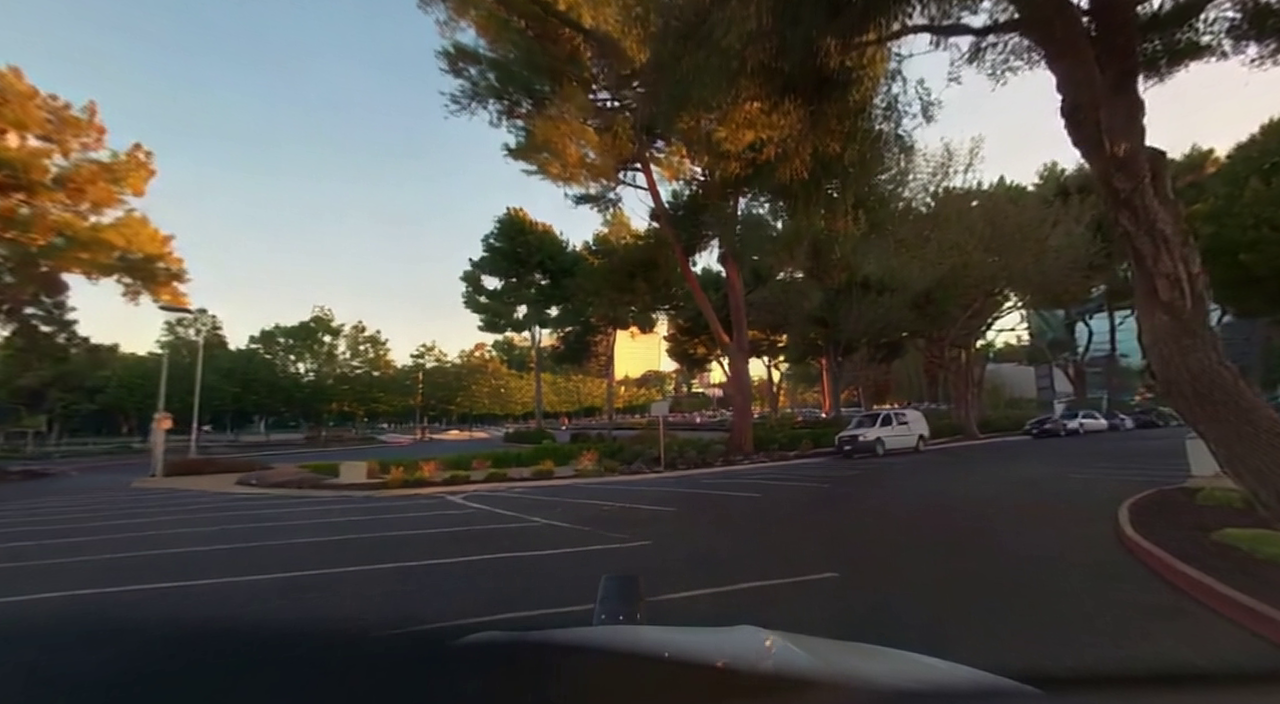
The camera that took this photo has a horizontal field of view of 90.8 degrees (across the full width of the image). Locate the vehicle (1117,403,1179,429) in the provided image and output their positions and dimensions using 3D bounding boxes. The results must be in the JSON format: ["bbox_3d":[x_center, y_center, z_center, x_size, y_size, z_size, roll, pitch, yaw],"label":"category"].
[{"bbox_3d":[39.087,4.923,48.595,4.912,1.741,2.360,7,-8,-35],"label":"vehicle"}]

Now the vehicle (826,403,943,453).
[{"bbox_3d":[11.739,3.687,30.207,5.547,2.193,2.433,6,-10,-34],"label":"vehicle"}]

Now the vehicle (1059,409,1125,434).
[{"bbox_3d":[30.526,4.736,42.640,4.383,1.525,2.038,5,-9,-33],"label":"vehicle"}]

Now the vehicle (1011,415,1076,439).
[{"bbox_3d":[25.187,4.655,39.407,3.630,1.191,1.938,4,-15,-34],"label":"vehicle"}]
